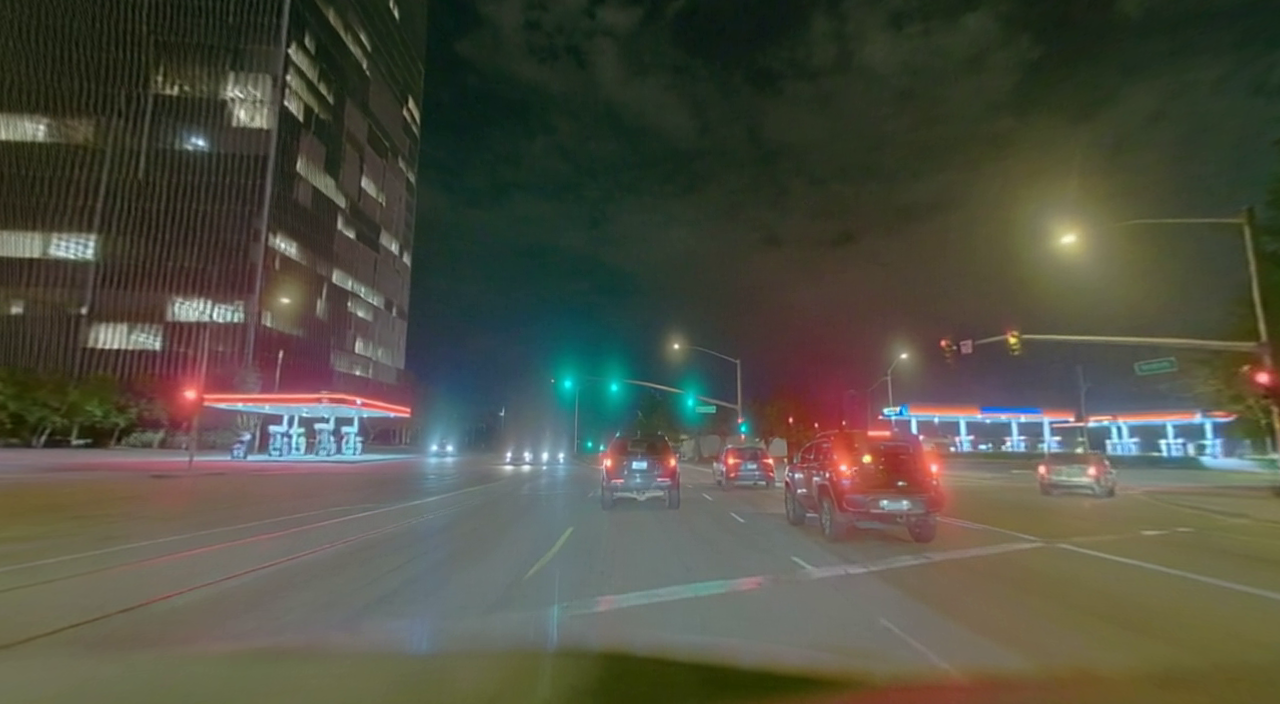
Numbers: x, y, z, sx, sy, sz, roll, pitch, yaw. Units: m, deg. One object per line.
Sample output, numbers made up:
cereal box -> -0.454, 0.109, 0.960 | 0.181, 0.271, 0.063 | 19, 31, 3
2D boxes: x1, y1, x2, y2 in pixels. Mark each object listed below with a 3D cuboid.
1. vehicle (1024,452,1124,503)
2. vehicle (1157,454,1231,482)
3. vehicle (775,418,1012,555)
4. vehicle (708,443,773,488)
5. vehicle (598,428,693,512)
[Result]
vehicle -> 14.668, 4.189, 21.548 | 2.057, 1.473, 4.462 | -4, -9, 25
vehicle -> 34.656, 7.196, 39.355 | 4.636, 1.542, 2.096 | 5, -10, -32
vehicle -> 3.741, 2.049, 10.306 | 2.000, 1.745, 4.206 | 0, -8, -2
vehicle -> 3.801, 4.346, 24.392 | 1.800, 1.592, 3.658 | 0, -8, -2
vehicle -> 0.101, 2.871, 15.762 | 2.051, 1.798, 4.168 | 0, -8, -1
